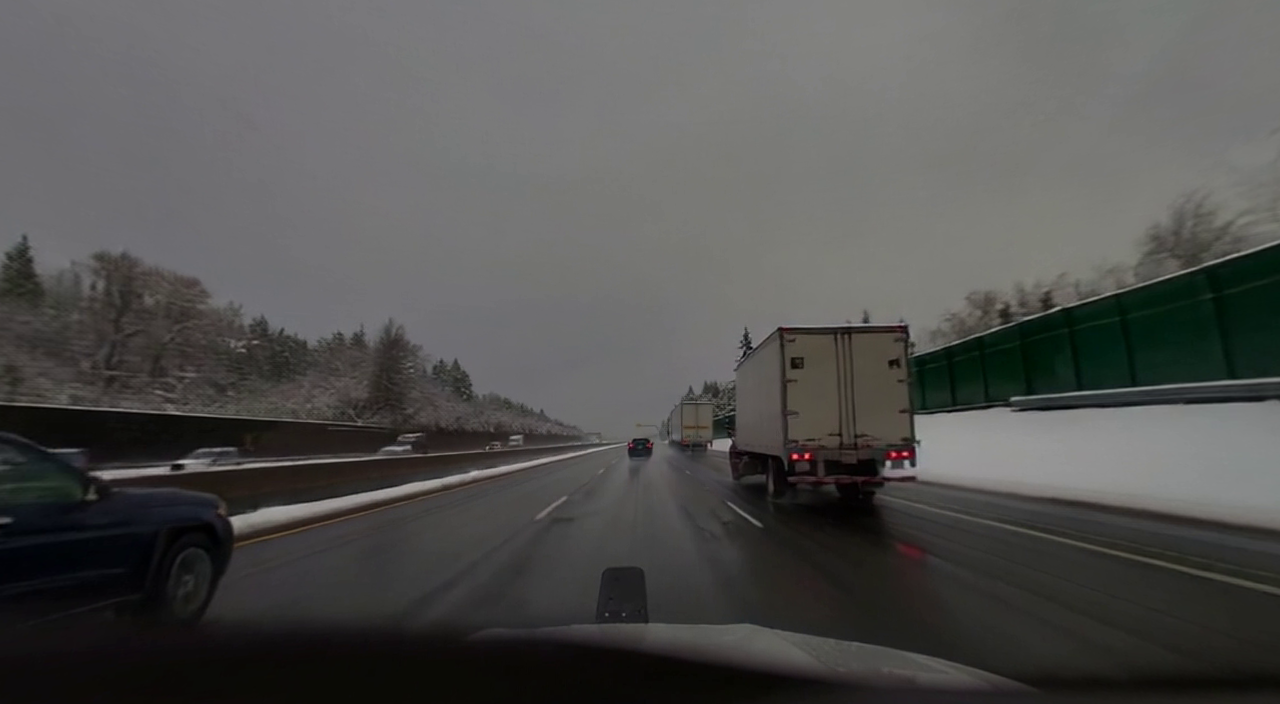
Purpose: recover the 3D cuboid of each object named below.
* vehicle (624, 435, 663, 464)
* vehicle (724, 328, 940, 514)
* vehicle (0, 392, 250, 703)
[{"bbox_3d":[0.234,6.284,40.749,2.389,1.760,4.473,0,-8,0],"label":"vehicle"},{"bbox_3d":[4.039,1.821,15.658,2.742,3.383,8.285,0,-8,0],"label":"vehicle"},{"bbox_3d":[-3.883,0.887,2.503,1.988,1.488,4.113,0,-8,0],"label":"vehicle"}]
